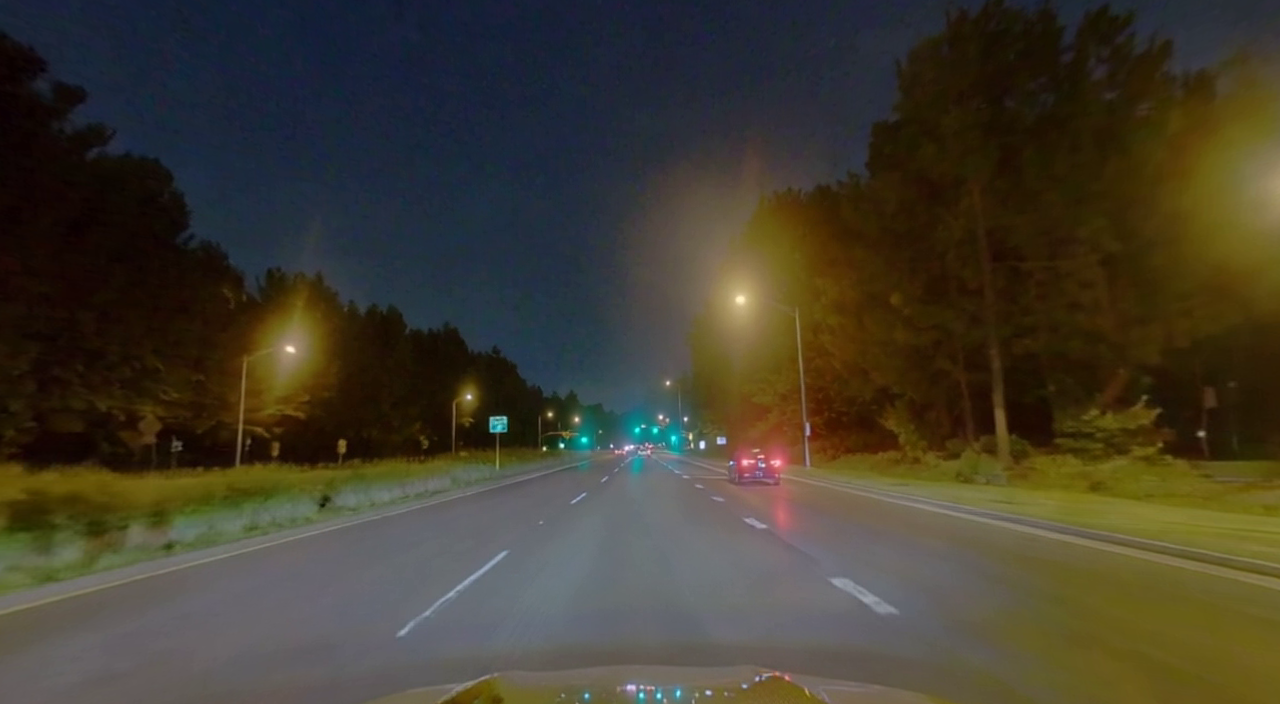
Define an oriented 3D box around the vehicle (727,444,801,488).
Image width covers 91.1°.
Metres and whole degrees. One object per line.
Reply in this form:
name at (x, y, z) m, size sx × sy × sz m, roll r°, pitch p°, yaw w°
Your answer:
vehicle at (4.663, 4.321, 24.250) m, size 1.913 × 1.516 × 4.322 m, roll 0°, pitch -8°, yaw -1°
